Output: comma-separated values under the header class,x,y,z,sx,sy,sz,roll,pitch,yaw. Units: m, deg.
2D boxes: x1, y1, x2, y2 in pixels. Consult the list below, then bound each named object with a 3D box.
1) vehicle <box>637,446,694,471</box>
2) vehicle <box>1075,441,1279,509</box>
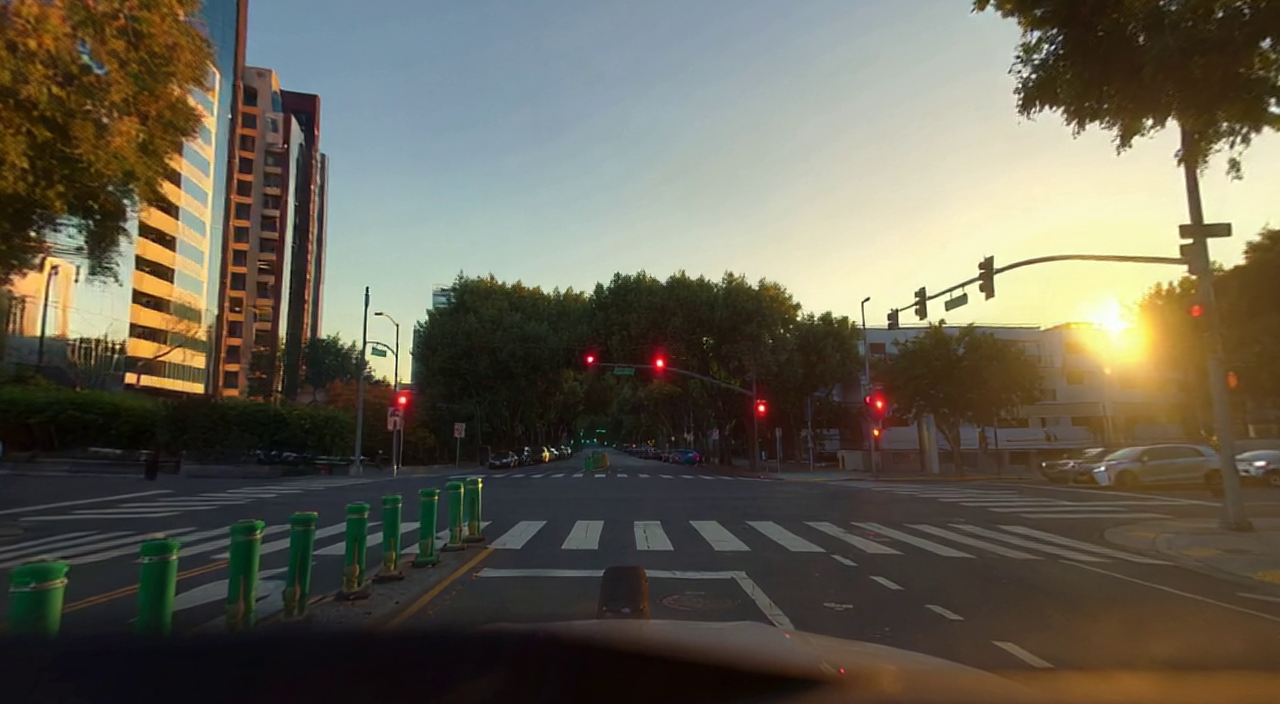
class,x,y,z,sx,sy,sz,roll,pitch,yaw
vehicle,1.566,6.771,40.386,1.972,1.522,4.368,3,-9,-23
vehicle,13.004,2.792,14.561,4.424,1.436,1.804,-1,-8,5
